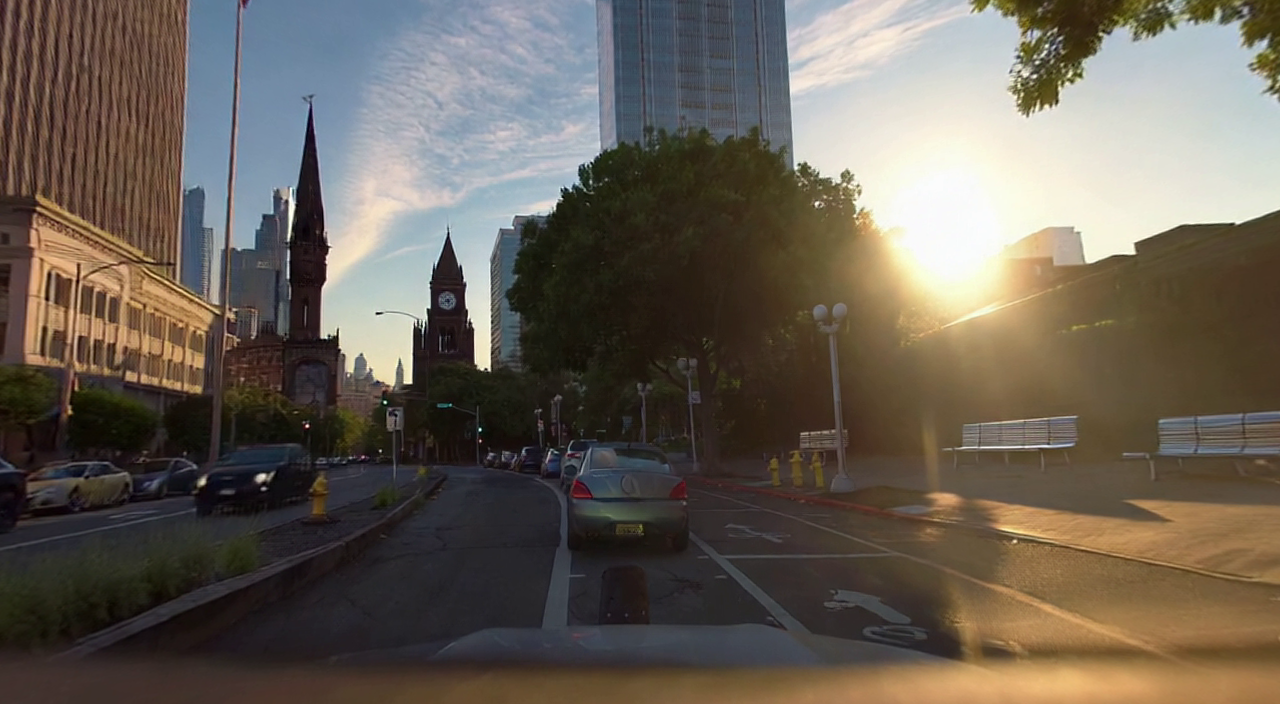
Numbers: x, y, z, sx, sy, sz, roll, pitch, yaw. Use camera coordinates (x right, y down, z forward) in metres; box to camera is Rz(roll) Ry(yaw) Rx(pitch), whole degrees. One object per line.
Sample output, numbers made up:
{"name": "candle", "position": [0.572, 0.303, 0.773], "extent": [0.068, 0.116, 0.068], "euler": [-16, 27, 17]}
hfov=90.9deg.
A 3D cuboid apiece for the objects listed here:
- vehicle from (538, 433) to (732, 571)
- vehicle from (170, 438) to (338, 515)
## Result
{"name": "vehicle", "position": [-0.241, 1.942, 9.007], "extent": [2.142, 1.475, 4.051], "euler": [1, -8, -6]}
{"name": "vehicle", "position": [-9.907, 3.176, 16.712], "extent": [2.179, 1.698, 4.549], "euler": [1, -9, -10]}
